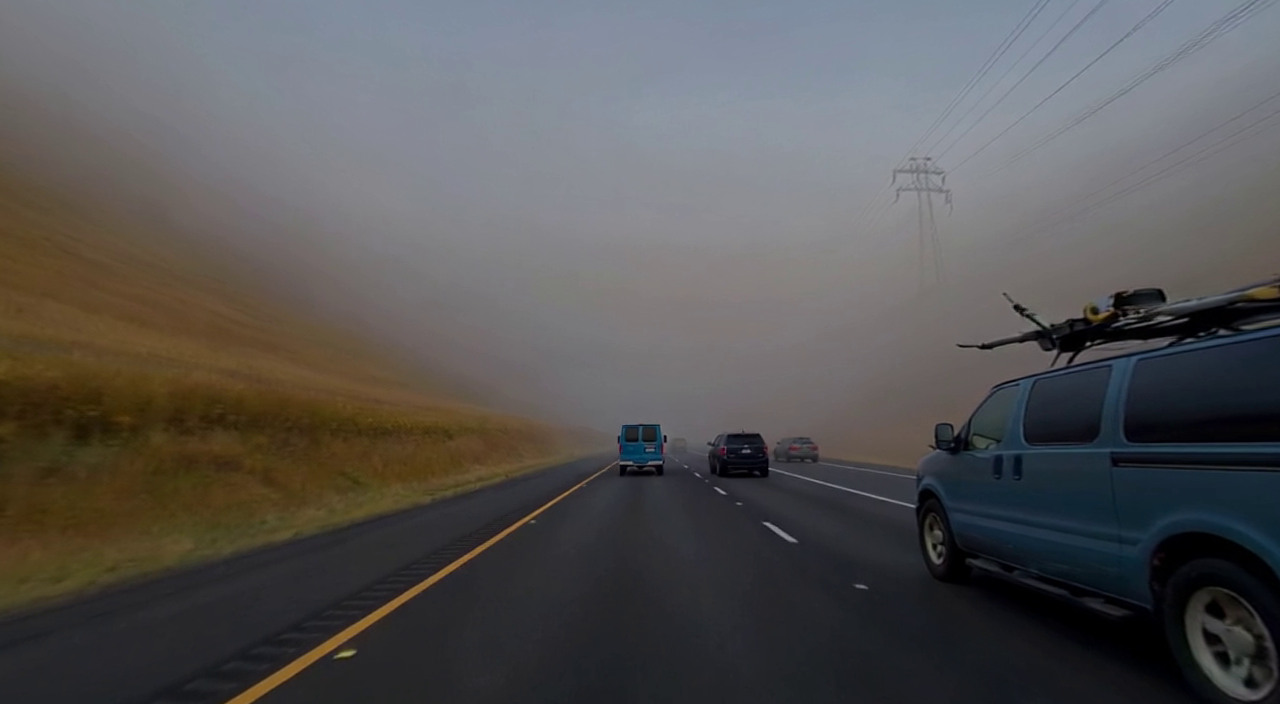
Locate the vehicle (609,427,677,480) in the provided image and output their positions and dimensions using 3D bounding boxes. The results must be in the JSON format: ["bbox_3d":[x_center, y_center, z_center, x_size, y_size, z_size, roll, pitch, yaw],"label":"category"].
[{"bbox_3d":[0.123,3.763,23.559,2.268,1.772,4.523,0,-8,1],"label":"vehicle"}]

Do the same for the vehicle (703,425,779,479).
[{"bbox_3d":[3.673,3.735,23.819,2.139,1.821,4.480,0,-8,0],"label":"vehicle"}]

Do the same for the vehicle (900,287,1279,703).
[{"bbox_3d":[3.851,0.798,3.126,2.691,1.901,5.744,0,-8,0],"label":"vehicle"}]
